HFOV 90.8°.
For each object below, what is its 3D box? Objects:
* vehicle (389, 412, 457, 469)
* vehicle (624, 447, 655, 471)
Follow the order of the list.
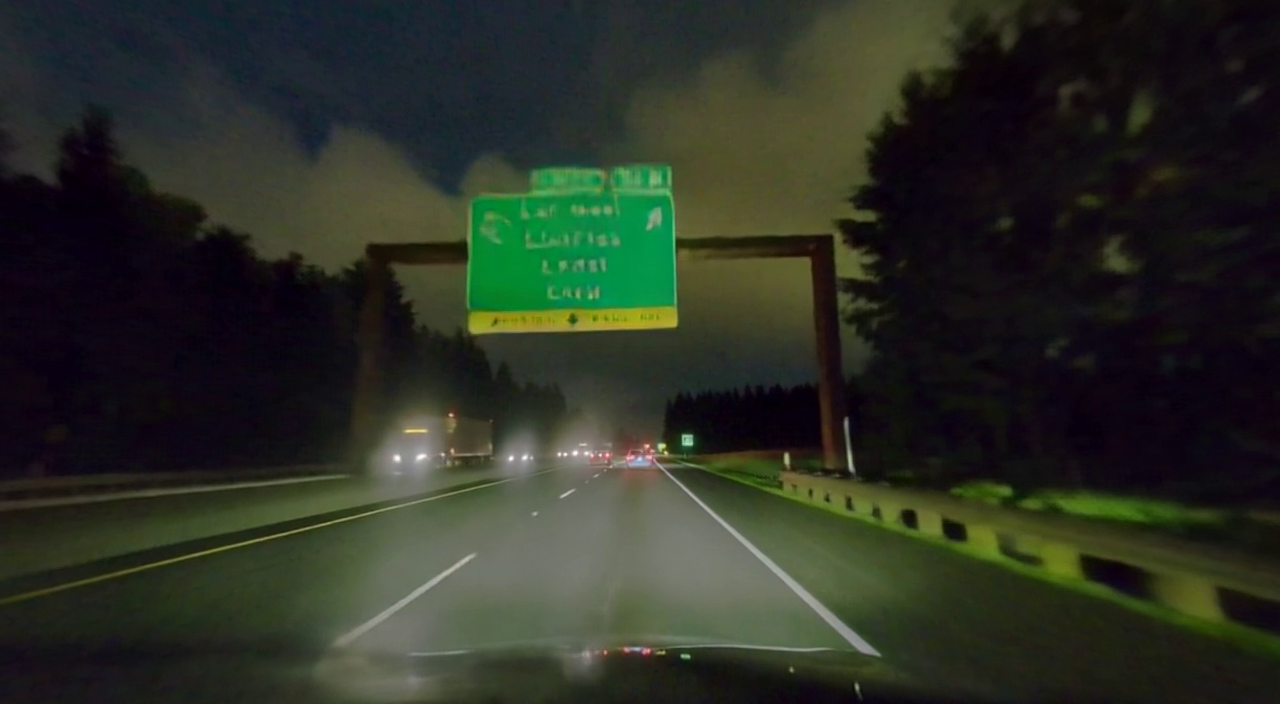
[{"bbox_3d":[-16.134,6.672,47.367,2.910,3.942,5.877,0,-9,1],"label":"vehicle"},{"bbox_3d":[-0.038,6.630,39.201,1.853,1.436,3.438,0,-9,-1],"label":"vehicle"}]
